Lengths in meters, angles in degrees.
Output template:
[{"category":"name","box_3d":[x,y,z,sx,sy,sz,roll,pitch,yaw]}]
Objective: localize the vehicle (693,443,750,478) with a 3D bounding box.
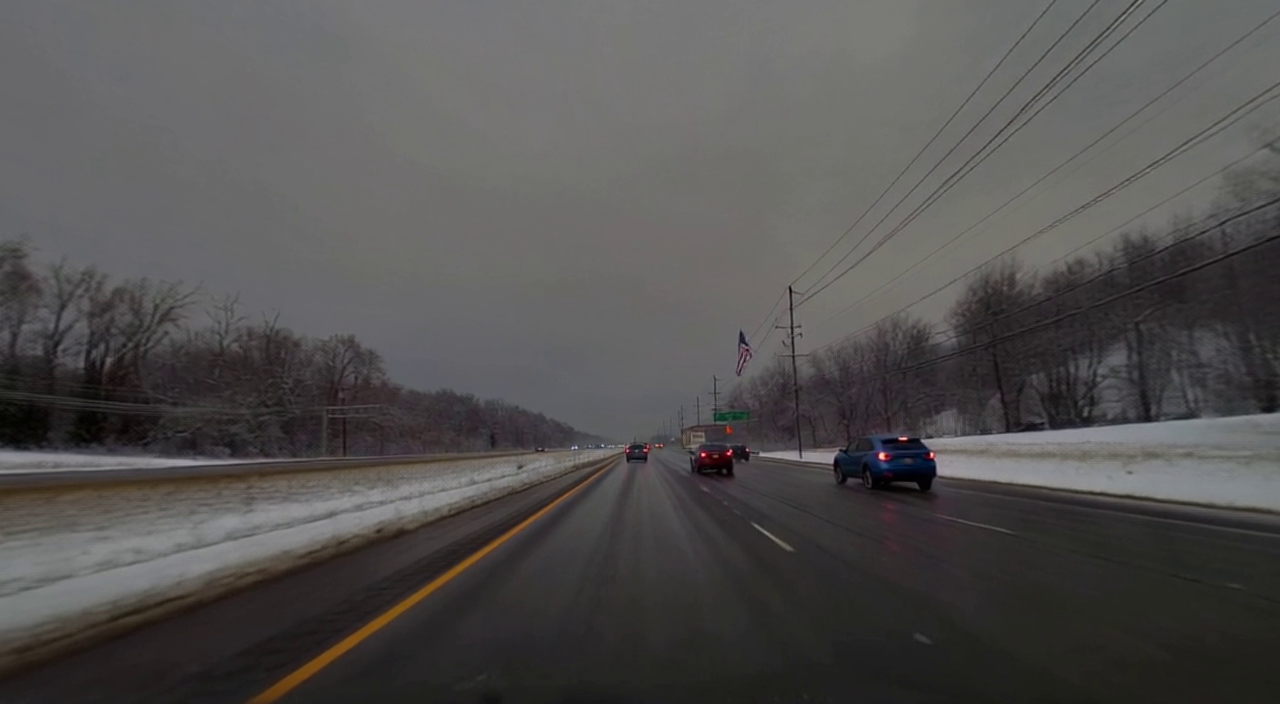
[{"category":"vehicle","box_3d":[3.694,4.994,29.343,1.978,1.488,4.252,0,-8,-1]}]

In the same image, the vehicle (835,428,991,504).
[{"category":"vehicle","box_3d":[7.316,3.085,17.617,2.114,1.800,4.779,0,-8,-1]}]

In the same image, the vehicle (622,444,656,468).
[{"category":"vehicle","box_3d":[-0.067,6.641,40.405,2.085,1.449,3.860,0,-8,-1]}]
